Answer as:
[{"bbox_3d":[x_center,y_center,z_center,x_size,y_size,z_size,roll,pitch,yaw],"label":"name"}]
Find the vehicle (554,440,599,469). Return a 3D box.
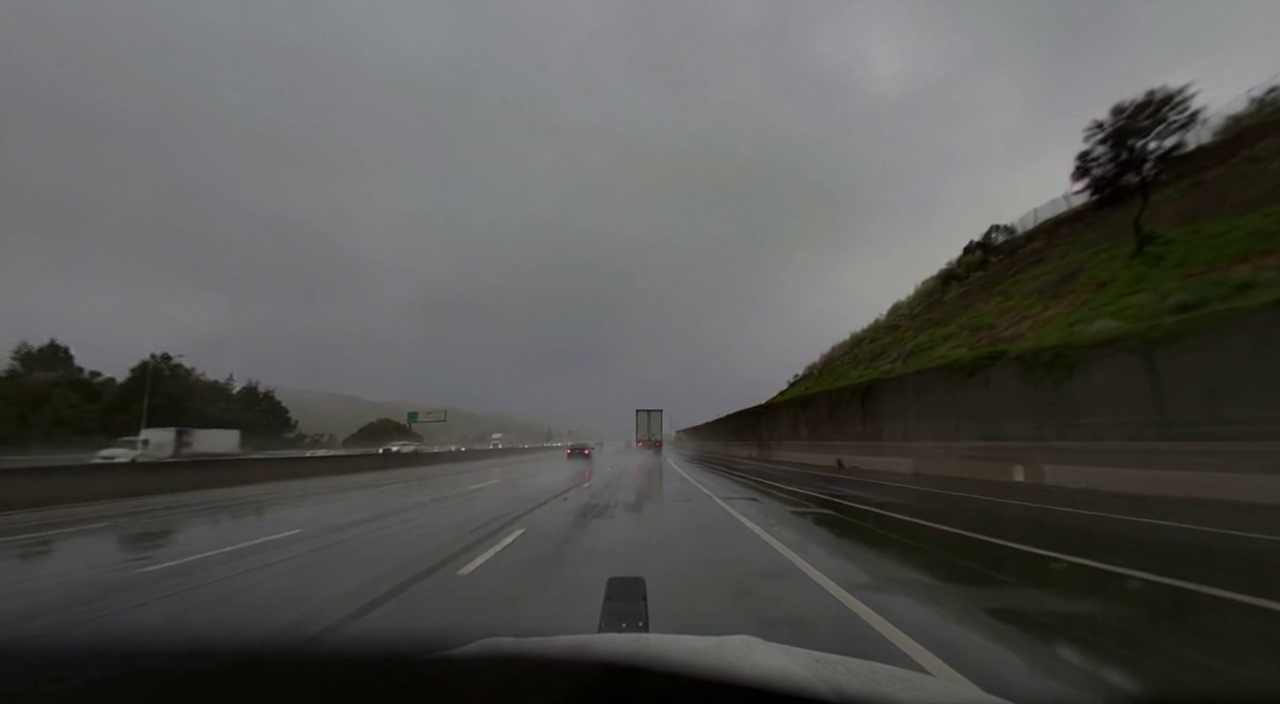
[{"bbox_3d":[-3.504,5.695,35.389,1.983,1.508,4.060,0,-8,1],"label":"vehicle"}]
